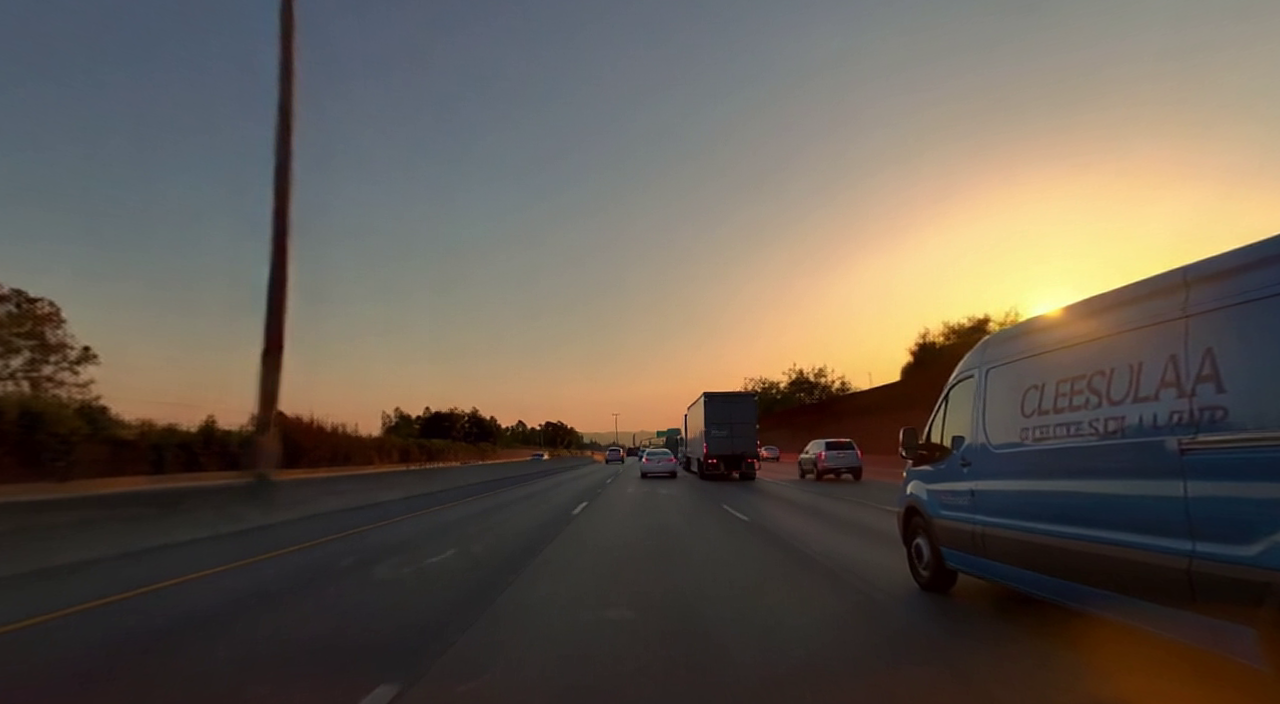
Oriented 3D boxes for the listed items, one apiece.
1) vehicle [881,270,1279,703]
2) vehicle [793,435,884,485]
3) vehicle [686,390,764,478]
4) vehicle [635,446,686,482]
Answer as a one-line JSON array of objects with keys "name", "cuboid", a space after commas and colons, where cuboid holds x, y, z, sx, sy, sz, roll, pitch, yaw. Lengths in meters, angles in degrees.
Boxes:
[{"name": "vehicle", "cuboid": [3.794, 0.869, 3.724, 2.441, 2.017, 5.739, 0, -9, 0]}, {"name": "vehicle", "cuboid": [7.836, 4.299, 25.380, 2.144, 1.769, 4.540, 0, -9, 0]}, {"name": "vehicle", "cuboid": [4.433, 4.799, 35.957, 2.821, 4.077, 12.562, 0, -9, 1]}, {"name": "vehicle", "cuboid": [0.841, 4.995, 28.392, 2.063, 1.469, 4.208, 0, -9, -1]}]
